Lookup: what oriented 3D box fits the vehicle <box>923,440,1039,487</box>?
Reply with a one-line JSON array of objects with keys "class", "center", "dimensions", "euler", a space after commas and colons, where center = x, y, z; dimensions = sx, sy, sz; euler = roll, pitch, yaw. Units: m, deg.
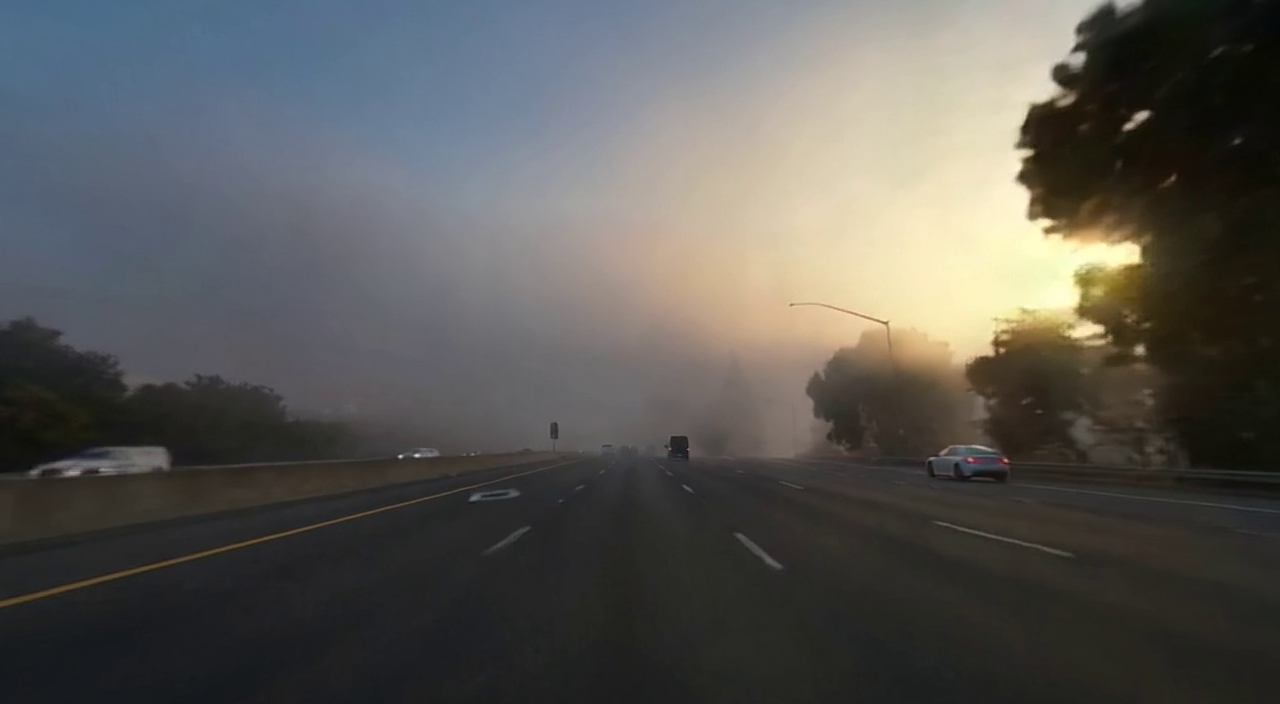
[{"class": "vehicle", "center": [12.177, 3.996, 22.916], "dimensions": [1.878, 1.509, 4.327], "euler": [-1, -9, 2]}]

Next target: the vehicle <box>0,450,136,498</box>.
[{"class": "vehicle", "center": [-23.163, 4.822, 25.460], "dimensions": [1.986, 1.724, 4.400], "euler": [0, -9, 0]}]
